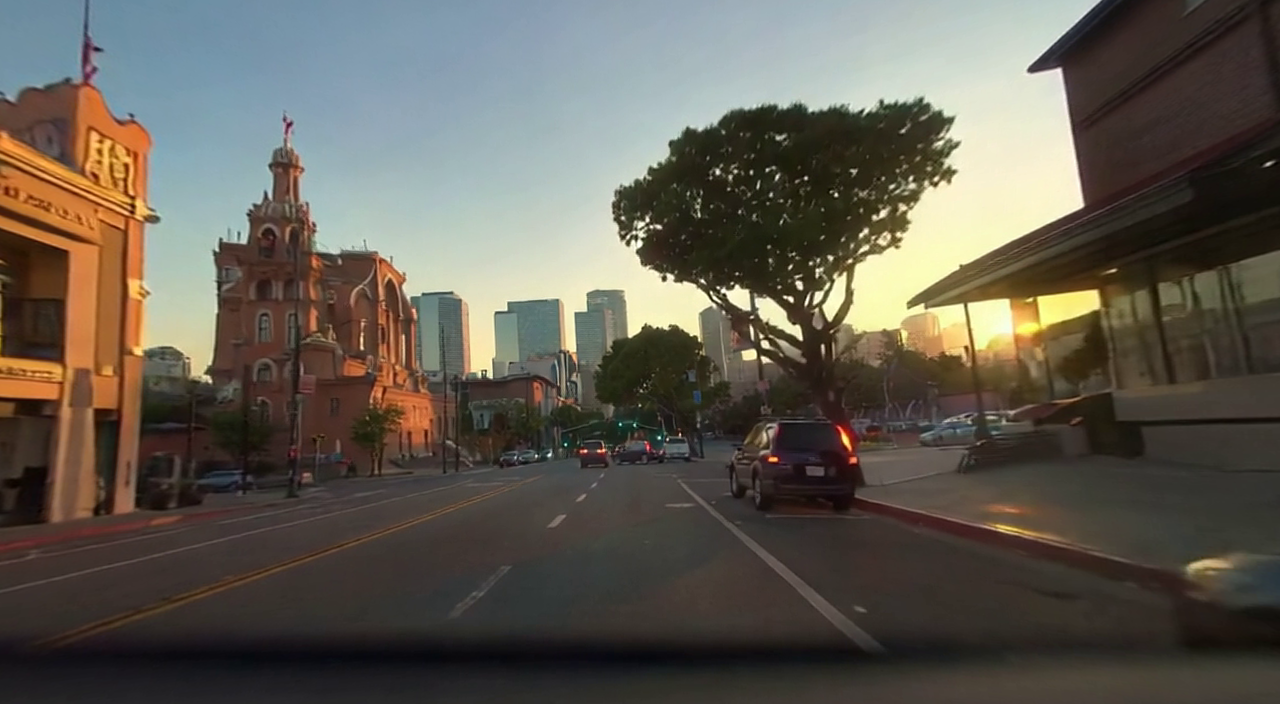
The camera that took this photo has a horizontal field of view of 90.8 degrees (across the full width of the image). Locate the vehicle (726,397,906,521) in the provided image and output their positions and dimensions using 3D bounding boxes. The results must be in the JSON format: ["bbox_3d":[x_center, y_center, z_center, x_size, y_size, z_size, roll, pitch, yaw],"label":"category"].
[{"bbox_3d":[3.319,2.202,13.407,2.269,2.046,5.649,0,-8,1],"label":"vehicle"}]

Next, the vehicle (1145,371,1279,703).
[{"bbox_3d":[3.420,0.698,0.582,1.963,1.862,4.724,-3,-8,1],"label":"vehicle"}]

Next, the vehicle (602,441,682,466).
[{"bbox_3d":[0.117,6.292,39.198,4.620,1.476,1.881,5,-10,-29],"label":"vehicle"}]
